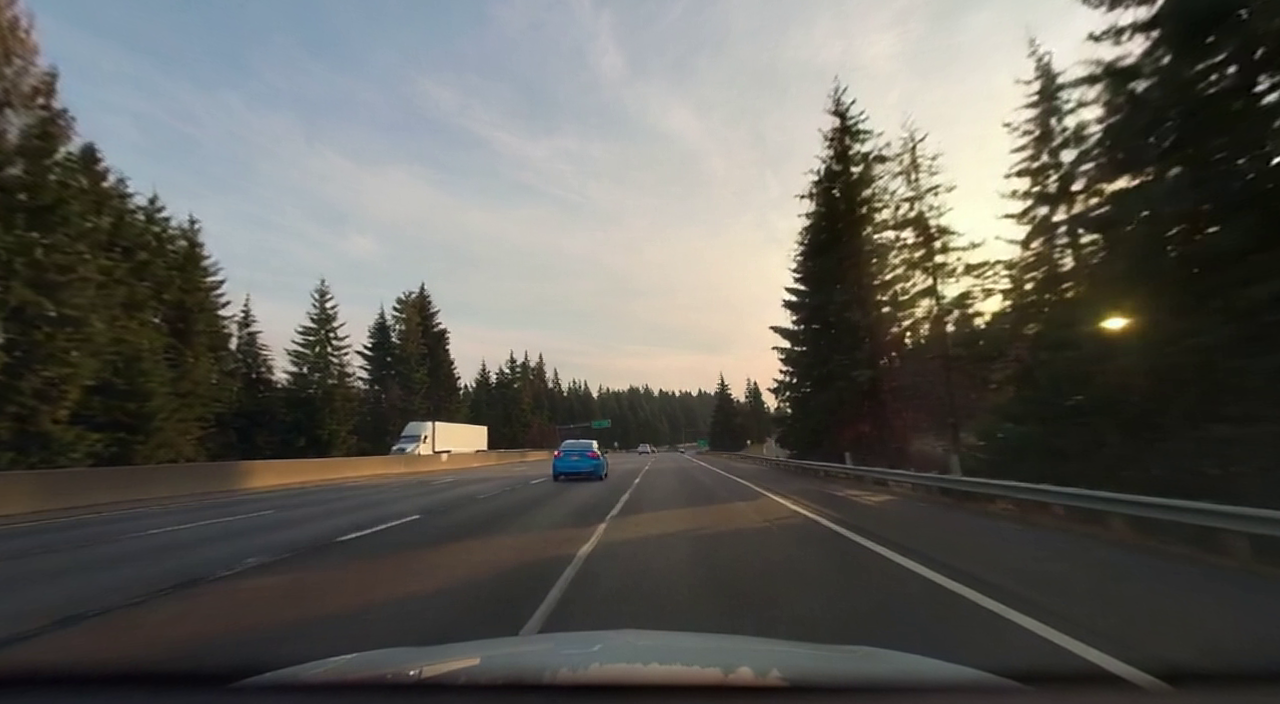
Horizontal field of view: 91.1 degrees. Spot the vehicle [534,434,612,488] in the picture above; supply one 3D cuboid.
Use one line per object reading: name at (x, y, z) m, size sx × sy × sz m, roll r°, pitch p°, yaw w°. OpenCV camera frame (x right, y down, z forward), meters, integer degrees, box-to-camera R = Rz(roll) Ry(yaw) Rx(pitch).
vehicle at (-2.235, 3.769, 22.139) m, size 2.133 × 1.686 × 4.203 m, roll -1°, pitch -8°, yaw 2°
